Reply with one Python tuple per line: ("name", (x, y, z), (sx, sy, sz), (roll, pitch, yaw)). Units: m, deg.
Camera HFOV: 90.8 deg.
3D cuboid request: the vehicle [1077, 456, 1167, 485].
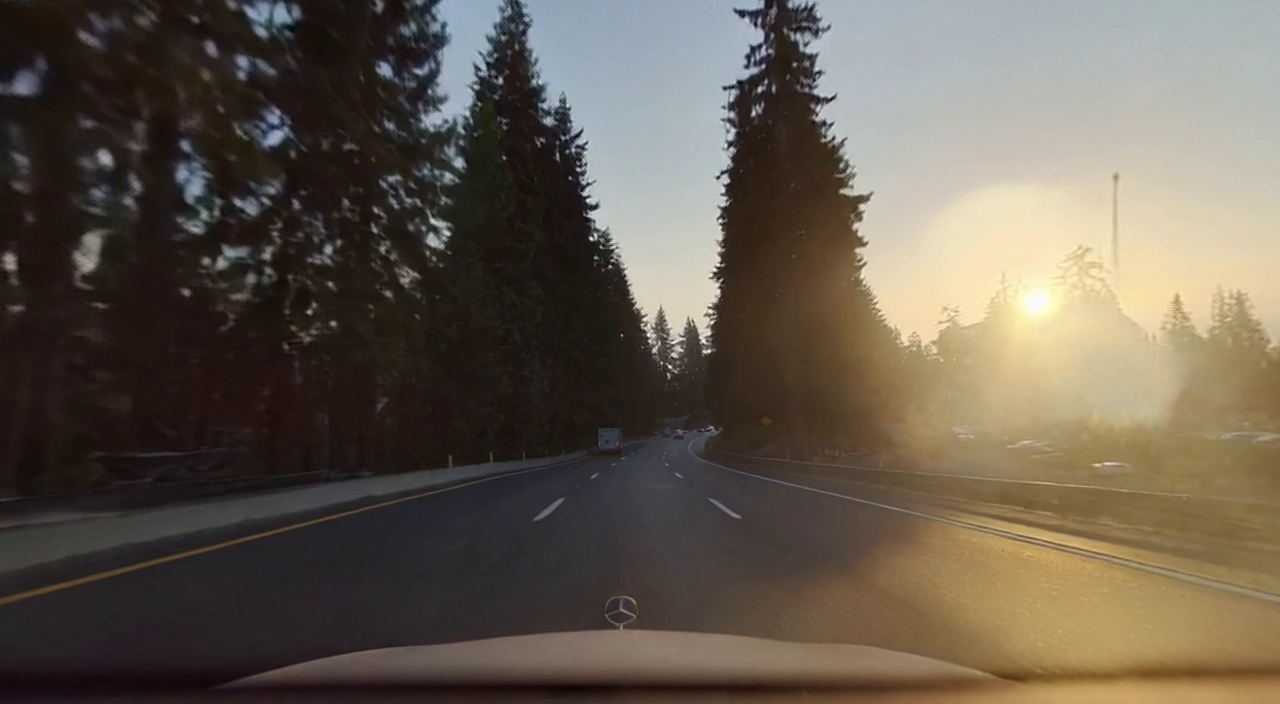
("vehicle", (35.366, 8.645, 46.383), (5.275, 1.756, 2.198), (0, -6, -11))
